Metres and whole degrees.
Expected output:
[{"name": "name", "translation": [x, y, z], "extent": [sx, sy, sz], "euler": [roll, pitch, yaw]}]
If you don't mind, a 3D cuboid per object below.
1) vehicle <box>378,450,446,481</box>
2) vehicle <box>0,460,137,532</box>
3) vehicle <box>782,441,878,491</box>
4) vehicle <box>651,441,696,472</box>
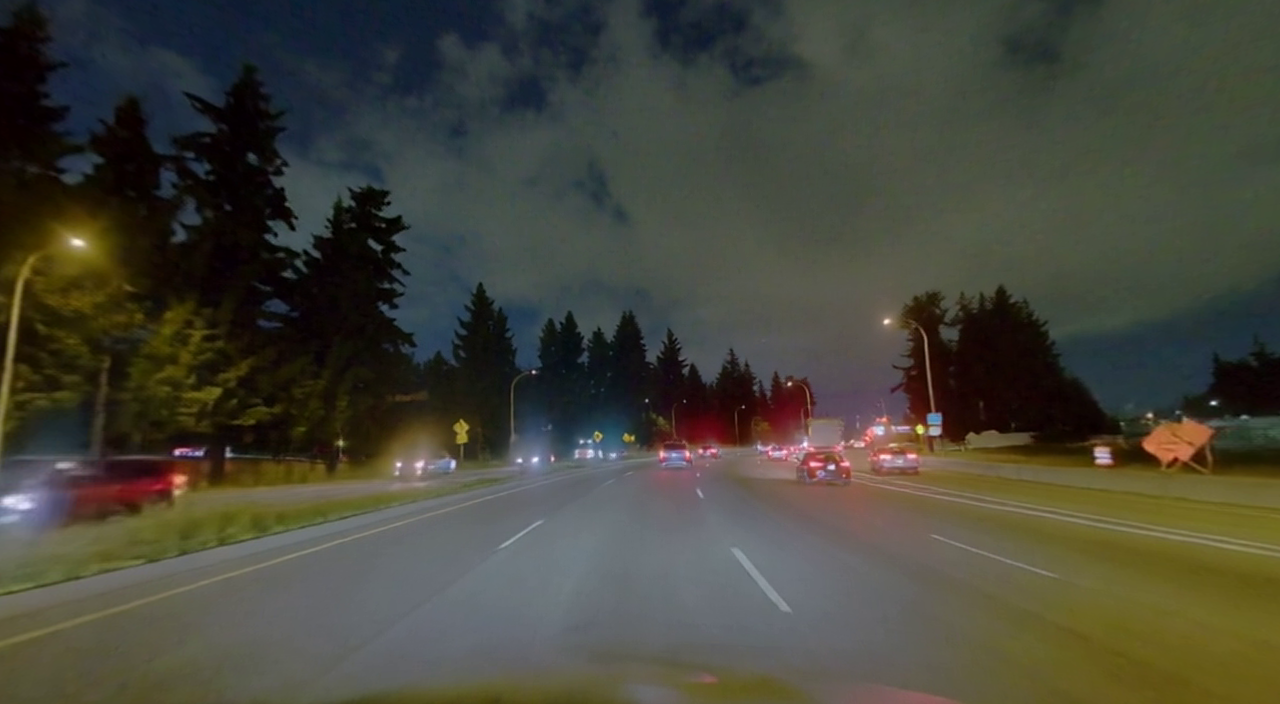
[{"name": "vehicle", "translation": [-13.633, 6.779, 38.050], "extent": [1.930, 1.721, 4.599], "euler": [-1, -9, 7]}, {"name": "vehicle", "translation": [-14.794, 3.288, 14.584], "extent": [2.205, 1.446, 4.840], "euler": [-1, -9, 3]}, {"name": "vehicle", "translation": [6.065, 3.679, 20.735], "extent": [2.044, 1.474, 4.083], "euler": [-1, -9, 3]}, {"name": "vehicle", "translation": [2.006, 6.031, 36.603], "extent": [2.201, 1.676, 4.541], "euler": [-1, -9, 7]}]
